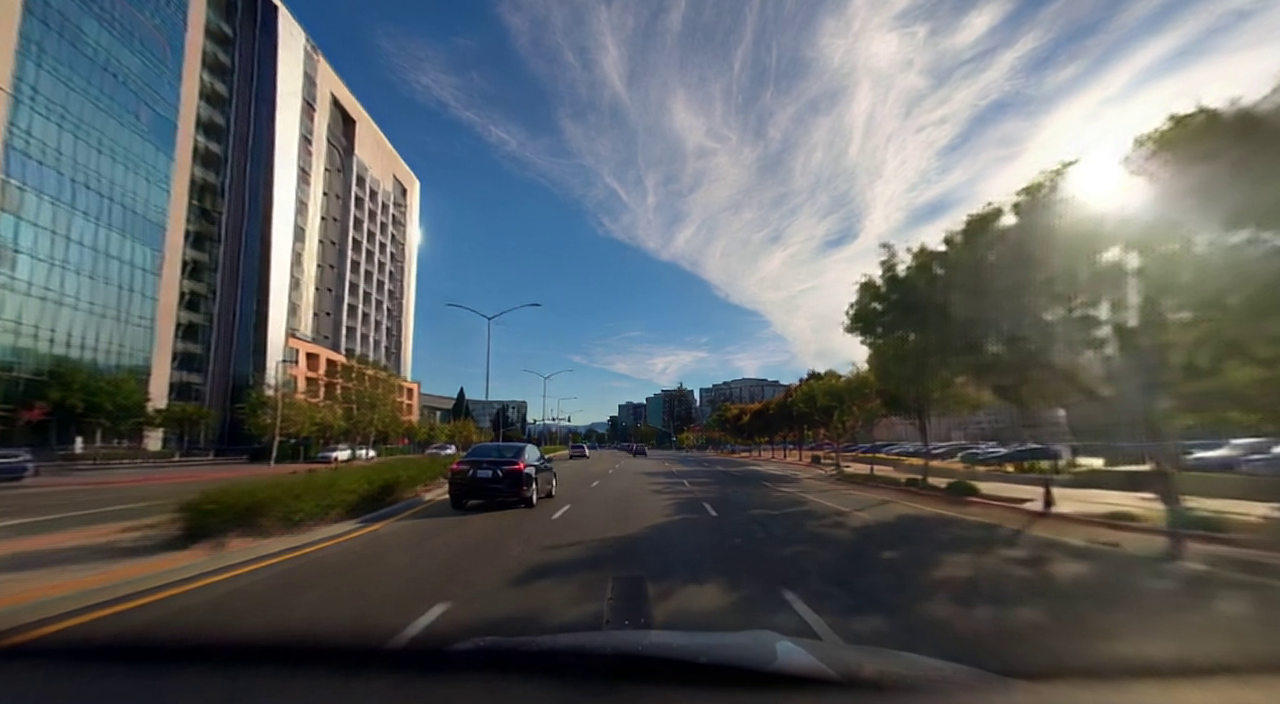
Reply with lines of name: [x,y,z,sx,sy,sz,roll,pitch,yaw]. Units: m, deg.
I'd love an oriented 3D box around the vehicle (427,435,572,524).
vehicle: [-2.823,2.646,13.726,2.009,1.489,4.543,-3,-8,1]
